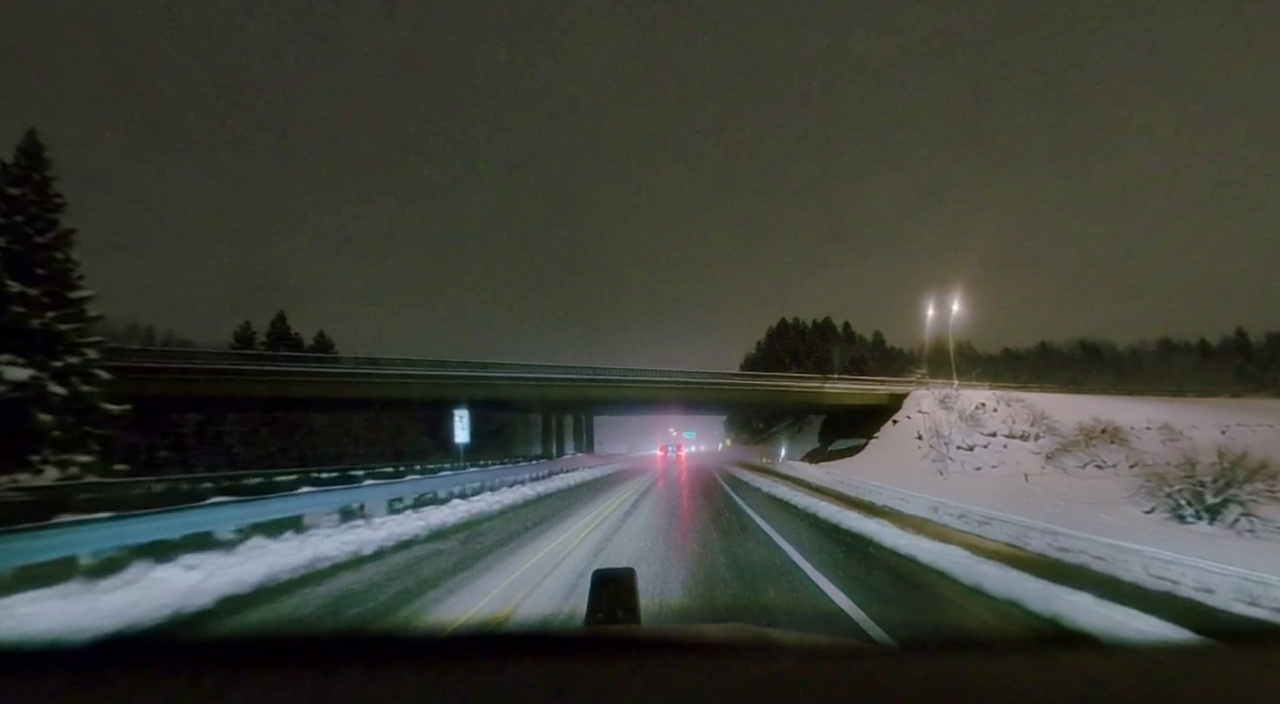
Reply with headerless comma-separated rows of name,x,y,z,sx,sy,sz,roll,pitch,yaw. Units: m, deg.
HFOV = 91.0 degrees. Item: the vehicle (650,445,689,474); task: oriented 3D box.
vehicle,1.673,5.869,34.549,2.028,1.440,3.970,-1,-8,4
